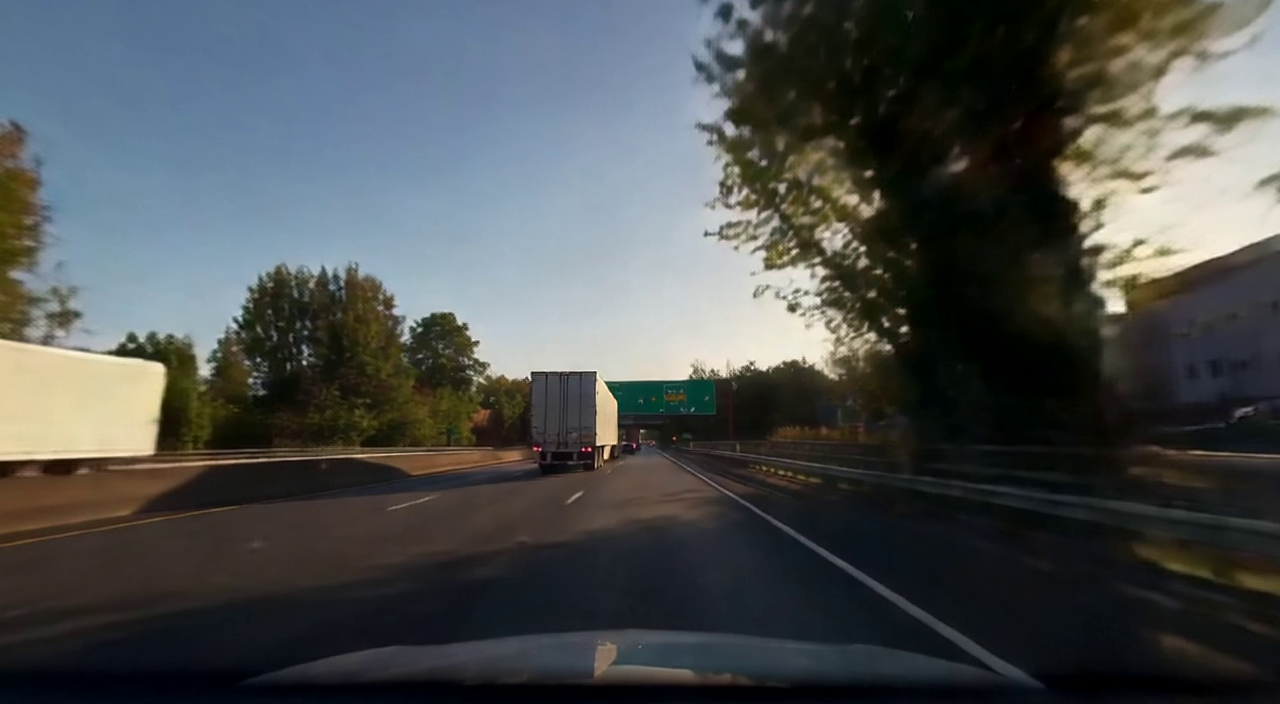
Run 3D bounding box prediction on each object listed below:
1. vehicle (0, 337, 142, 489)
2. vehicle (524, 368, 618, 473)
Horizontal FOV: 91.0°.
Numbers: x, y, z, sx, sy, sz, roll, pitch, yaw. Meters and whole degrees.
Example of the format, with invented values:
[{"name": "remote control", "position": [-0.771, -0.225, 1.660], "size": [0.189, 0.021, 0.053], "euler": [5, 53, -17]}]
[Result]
[{"name": "vehicle", "position": [-18.609, 1.251, 14.213], "size": [2.937, 4.009, 14.253], "euler": [0, -8, 1]}, {"name": "vehicle", "position": [-2.912, 3.649, 31.459], "size": [2.947, 4.051, 14.256], "euler": [0, -8, 1]}]
